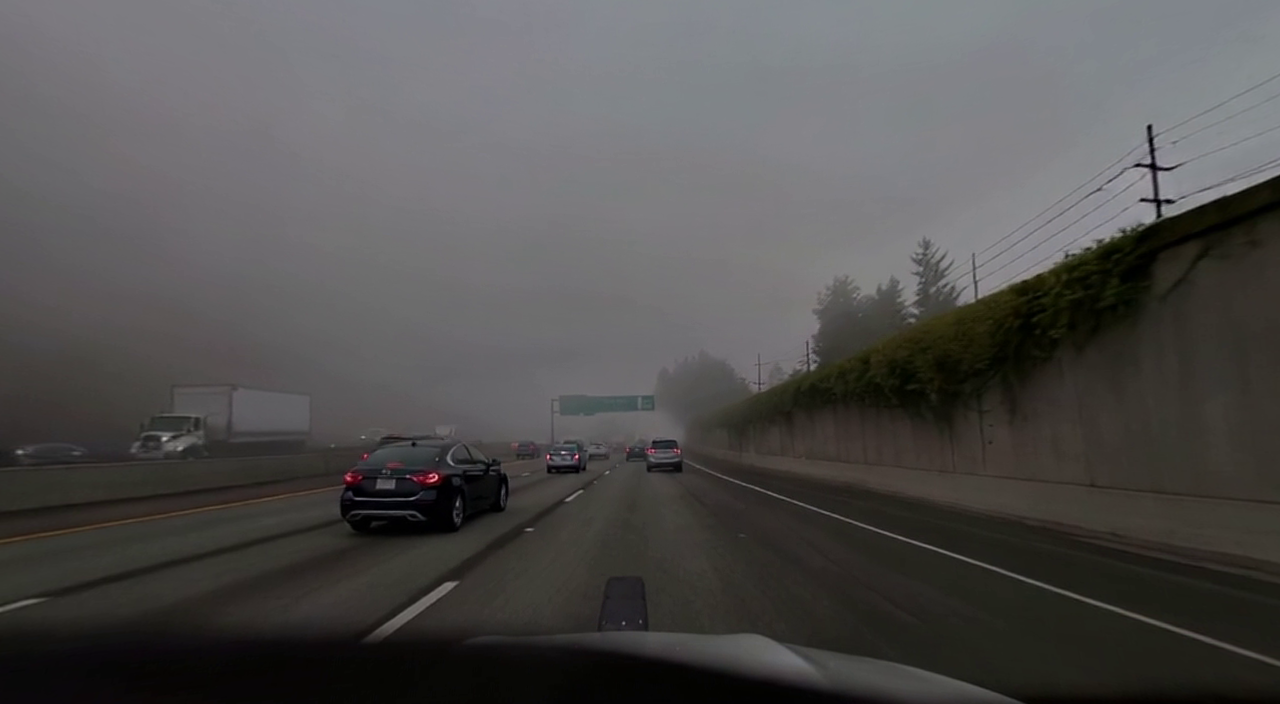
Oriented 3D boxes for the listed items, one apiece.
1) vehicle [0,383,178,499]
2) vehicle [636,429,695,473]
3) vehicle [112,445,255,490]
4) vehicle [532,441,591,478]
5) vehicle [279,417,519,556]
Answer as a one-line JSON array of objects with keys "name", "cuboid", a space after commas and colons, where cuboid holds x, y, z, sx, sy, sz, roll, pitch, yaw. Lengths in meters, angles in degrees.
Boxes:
[{"name": "vehicle", "cuboid": [-19.880, 2.836, 19.978, 2.980, 3.309, 9.603, 0, -8, 1]}, {"name": "vehicle", "cuboid": [1.256, 5.284, 33.849, 2.793, 2.132, 5.682, 0, -8, -1]}, {"name": "vehicle", "cuboid": [-16.282, 4.093, 22.809, 1.887, 1.438, 4.313, 0, -8, 1]}, {"name": "vehicle", "cuboid": [-3.475, 4.850, 28.774, 2.049, 1.530, 4.707, 0, -8, 1]}, {"name": "vehicle", "cuboid": [-3.470, 2.021, 10.224, 2.026, 1.719, 4.490, 0, -8, 1]}]
